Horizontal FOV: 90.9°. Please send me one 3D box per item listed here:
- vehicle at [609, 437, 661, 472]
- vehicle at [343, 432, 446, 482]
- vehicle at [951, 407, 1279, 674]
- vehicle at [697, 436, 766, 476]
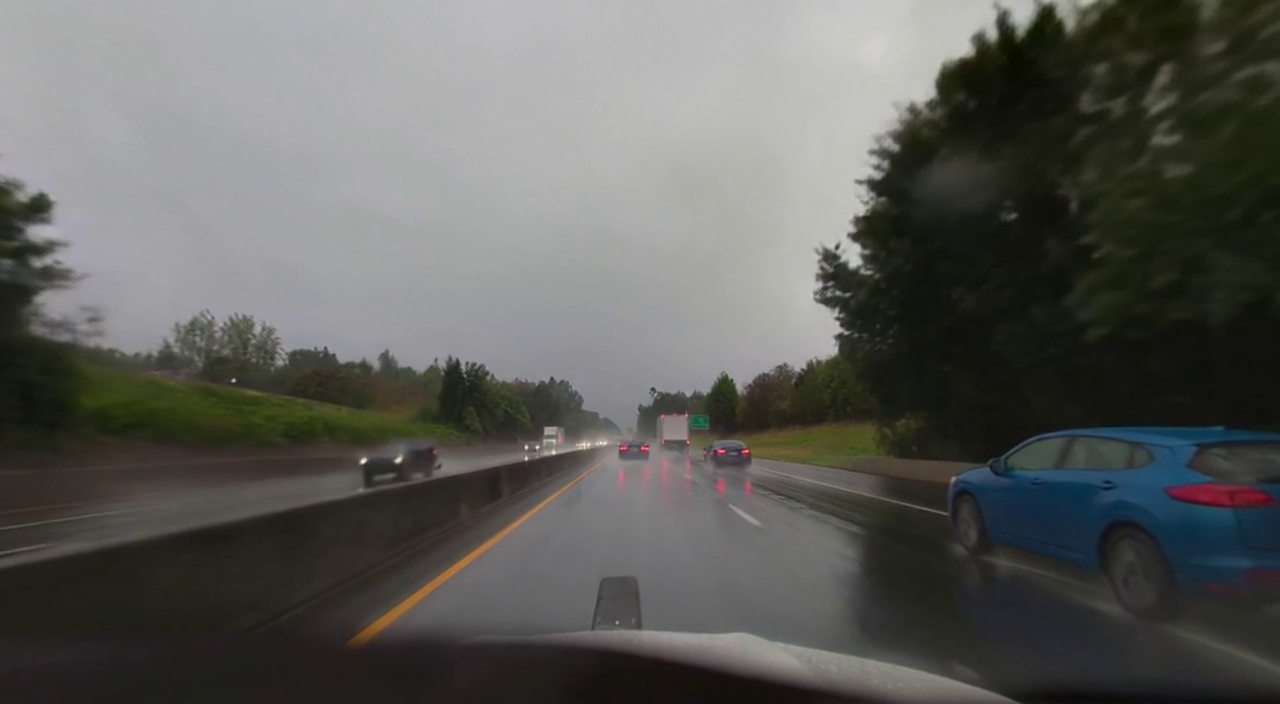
[{"bbox_3d":[-0.248,4.539,28.284,2.143,1.466,3.693,0,-8,-1],"label":"vehicle"},{"bbox_3d":[-9.468,4.066,24.868,2.213,1.760,4.705,0,-8,-1],"label":"vehicle"},{"bbox_3d":[4.665,1.272,5.056,2.066,1.526,4.216,0,-8,-2],"label":"vehicle"},{"bbox_3d":[3.607,4.150,25.651,2.004,1.469,4.472,0,-8,-2],"label":"vehicle"}]
